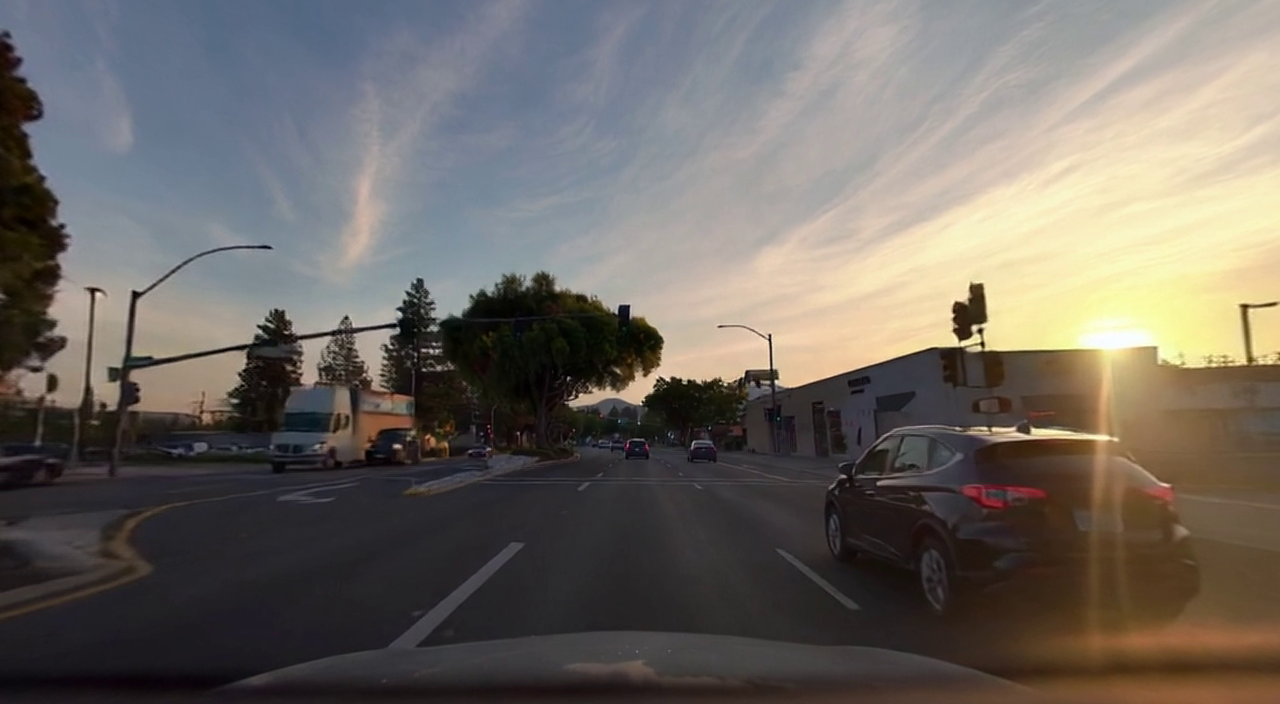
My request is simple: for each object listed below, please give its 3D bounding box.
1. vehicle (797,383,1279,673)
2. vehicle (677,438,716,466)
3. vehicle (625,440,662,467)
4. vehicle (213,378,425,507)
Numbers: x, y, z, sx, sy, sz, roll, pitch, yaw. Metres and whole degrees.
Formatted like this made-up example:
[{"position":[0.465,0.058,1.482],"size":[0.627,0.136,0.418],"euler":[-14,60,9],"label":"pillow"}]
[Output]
[{"position":[3.057,1.352,5.960],"size":[1.969,1.682,4.387],"euler":[0,-9,0],"label":"vehicle"},{"position":[3.544,6.359,40.218],"size":[2.085,1.668,4.077],"euler":[0,-9,-1],"label":"vehicle"},{"position":[0.130,5.962,37.203],"size":[2.023,1.532,3.891],"euler":[0,-9,-2],"label":"vehicle"},{"position":[-7.309,2.210,15.411],"size":[2.334,2.525,5.893],"euler":[0,-9,-4],"label":"vehicle"}]
